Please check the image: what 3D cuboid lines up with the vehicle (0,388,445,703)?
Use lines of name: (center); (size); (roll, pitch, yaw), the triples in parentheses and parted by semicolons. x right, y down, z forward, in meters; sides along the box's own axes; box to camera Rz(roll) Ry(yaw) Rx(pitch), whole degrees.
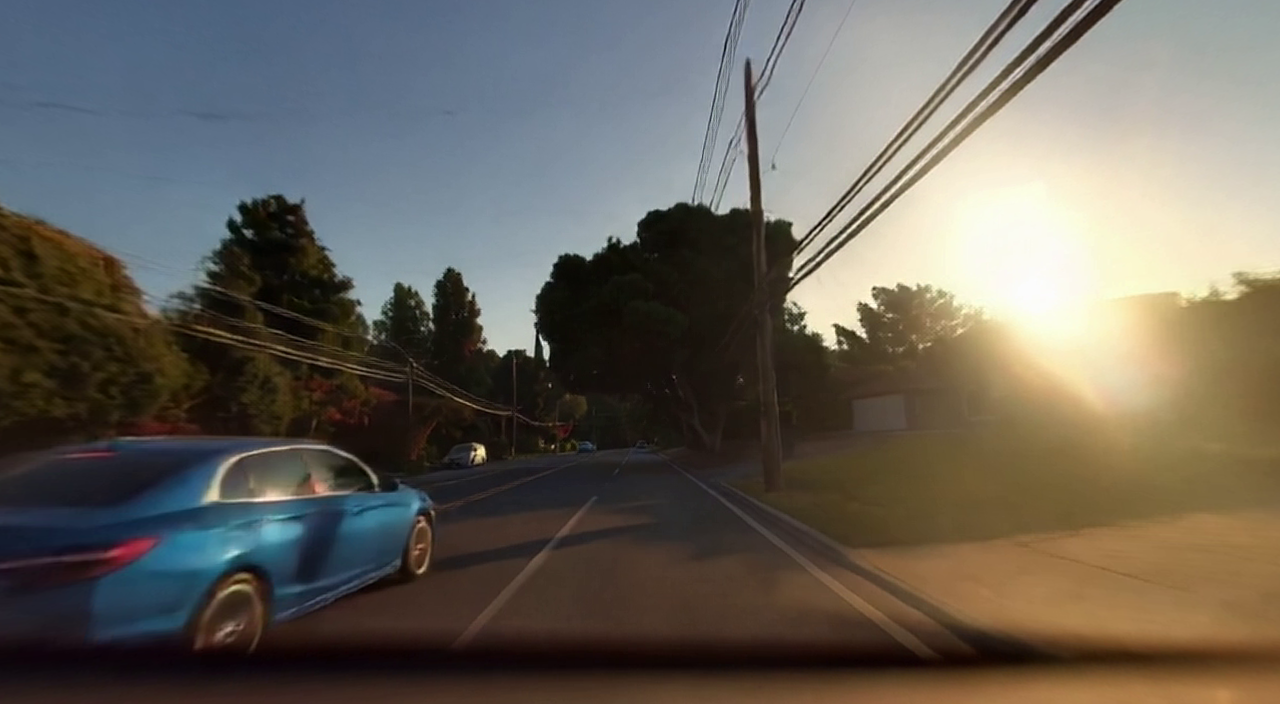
vehicle: (-3.097, 1.134, 3.804); (2.085, 1.512, 5.023); (0, -8, 2)
